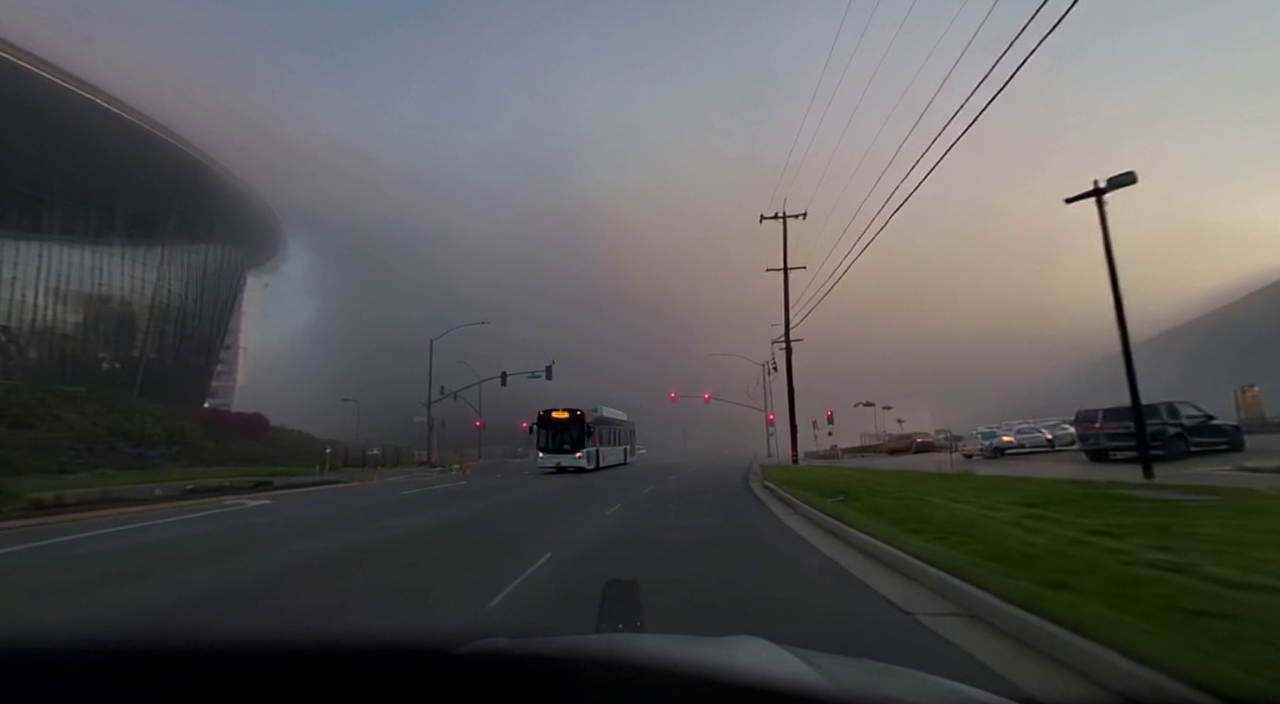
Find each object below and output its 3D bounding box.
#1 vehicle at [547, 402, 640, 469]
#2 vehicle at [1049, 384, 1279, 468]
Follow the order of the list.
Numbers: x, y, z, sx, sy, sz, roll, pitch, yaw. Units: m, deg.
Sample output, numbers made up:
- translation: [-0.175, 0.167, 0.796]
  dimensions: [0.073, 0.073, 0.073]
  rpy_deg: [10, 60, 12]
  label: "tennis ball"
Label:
- translation: [-2.596, 5.814, 42.747]
  dimensions: [3.148, 3.729, 14.894]
  rpy_deg: [-1, -9, 8]
  label: "vehicle"
- translation: [14.003, 1.990, 16.621]
  dimensions: [4.647, 1.951, 2.304]
  rpy_deg: [-2, -9, 5]
  label: "vehicle"
